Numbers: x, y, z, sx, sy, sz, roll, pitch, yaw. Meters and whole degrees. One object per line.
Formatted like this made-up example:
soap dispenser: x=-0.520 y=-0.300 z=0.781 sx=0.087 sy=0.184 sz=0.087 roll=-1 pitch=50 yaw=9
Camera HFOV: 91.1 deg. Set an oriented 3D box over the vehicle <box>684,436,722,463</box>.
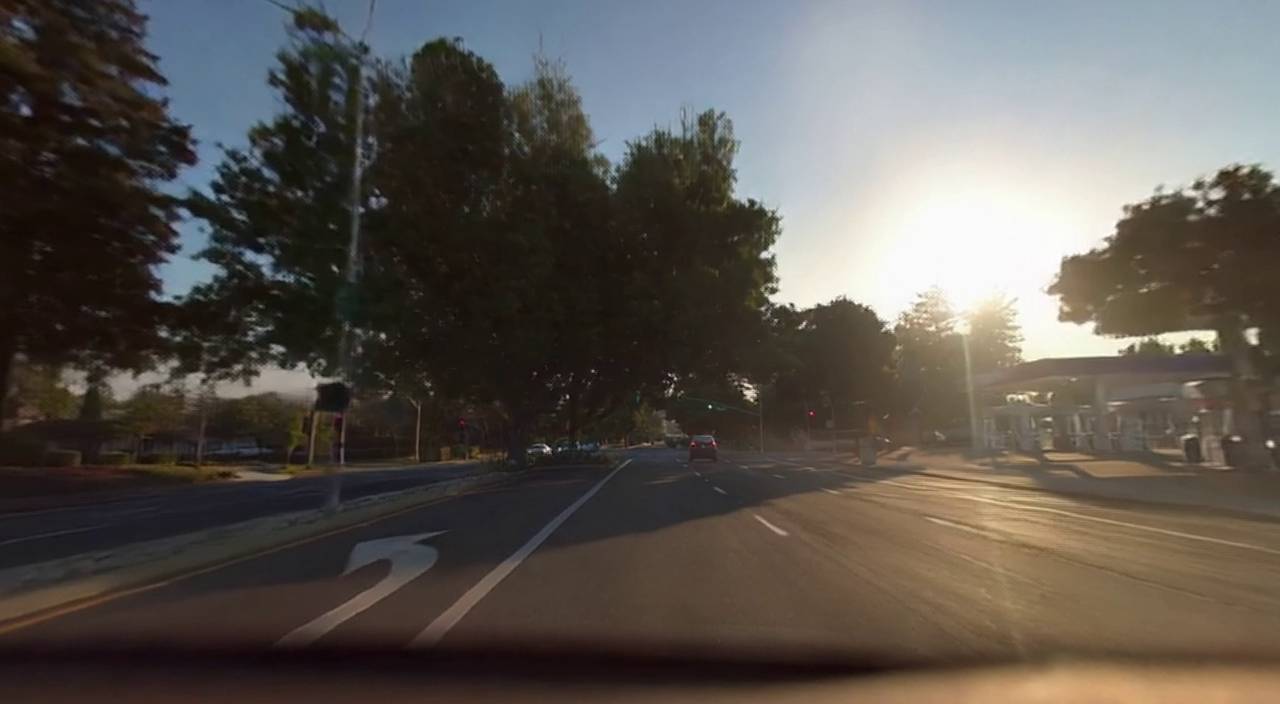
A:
vehicle: x=4.193 y=6.593 z=42.624 sx=2.090 sy=1.717 sz=4.063 roll=0 pitch=-9 yaw=-1
